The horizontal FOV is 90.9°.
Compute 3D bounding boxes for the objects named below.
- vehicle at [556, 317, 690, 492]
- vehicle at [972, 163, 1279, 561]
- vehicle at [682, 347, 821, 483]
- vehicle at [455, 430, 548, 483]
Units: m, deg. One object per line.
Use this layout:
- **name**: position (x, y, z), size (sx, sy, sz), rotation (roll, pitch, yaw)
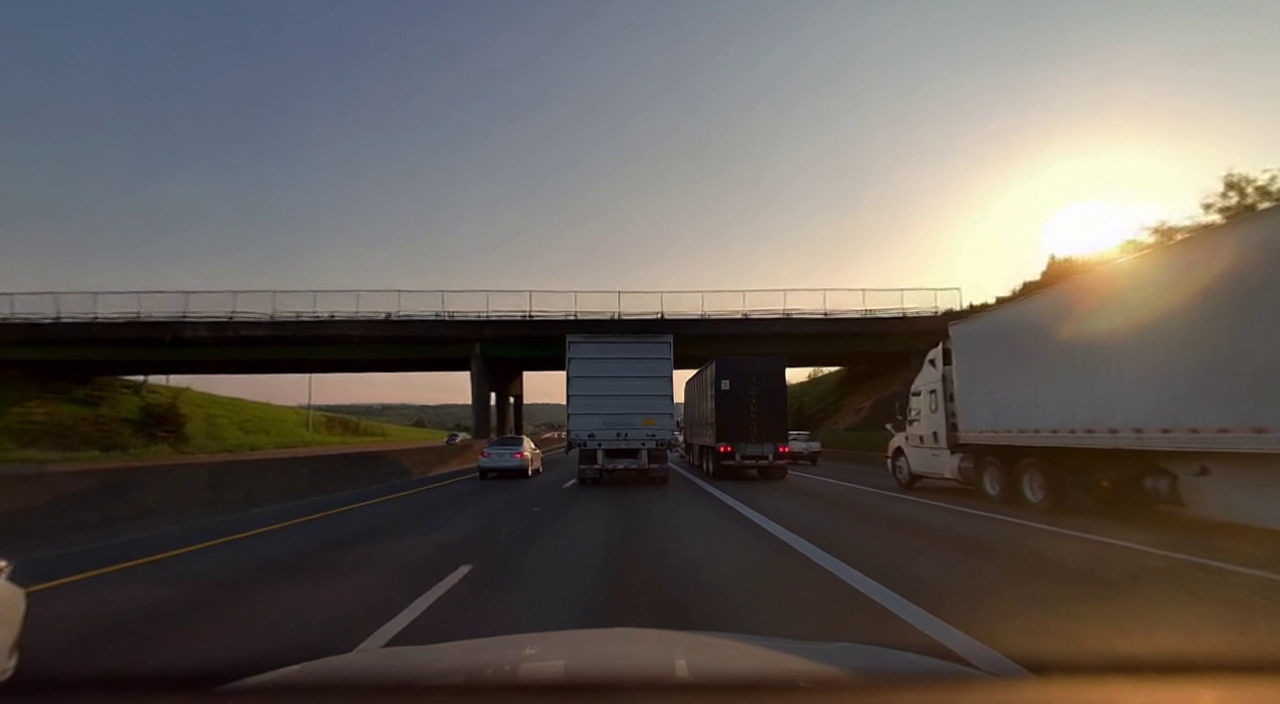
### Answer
- **vehicle**: position (-0.604, 1.911, 20.045), size (3.090, 4.065, 10.702), rotation (0, -8, -2)
- **vehicle**: position (8.187, 0.000, 5.792), size (3.000, 4.114, 13.063), rotation (0, -8, -1)
- **vehicle**: position (3.546, 2.551, 23.735), size (2.817, 3.886, 11.491), rotation (0, -8, -2)
- **vehicle**: position (-4.199, 3.214, 19.707), size (2.049, 1.483, 3.786), rotation (0, -8, 0)
